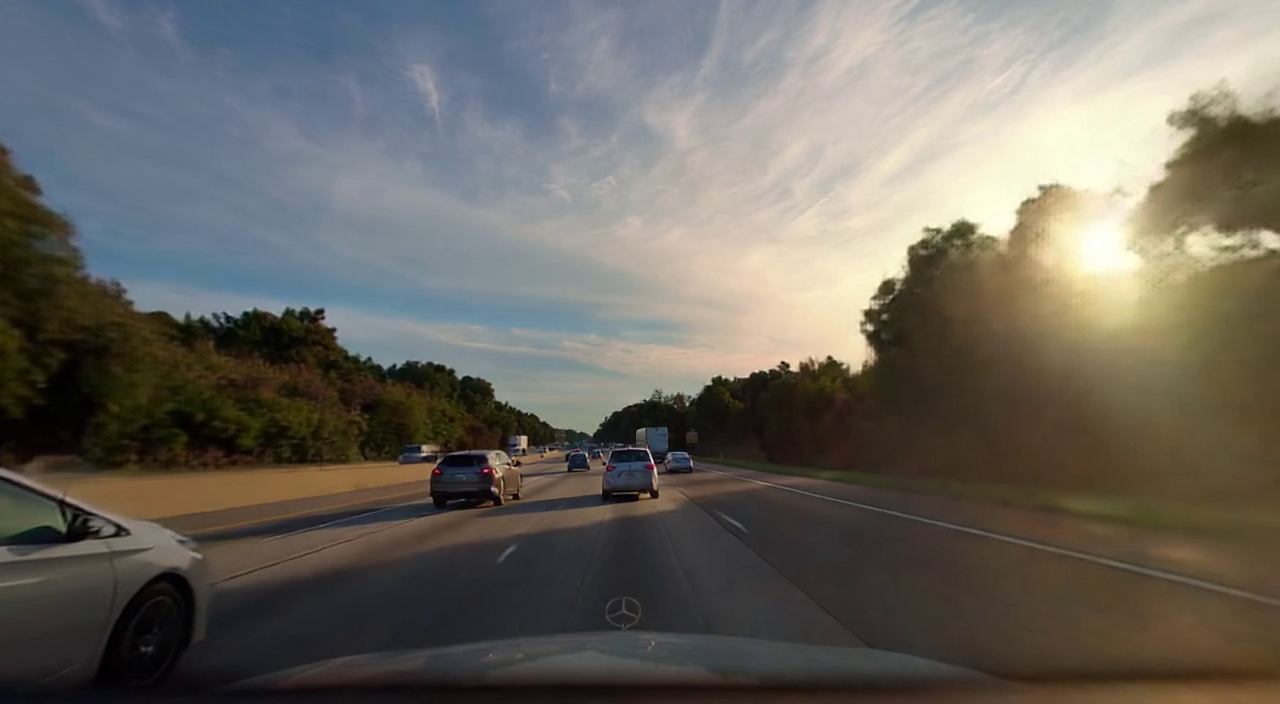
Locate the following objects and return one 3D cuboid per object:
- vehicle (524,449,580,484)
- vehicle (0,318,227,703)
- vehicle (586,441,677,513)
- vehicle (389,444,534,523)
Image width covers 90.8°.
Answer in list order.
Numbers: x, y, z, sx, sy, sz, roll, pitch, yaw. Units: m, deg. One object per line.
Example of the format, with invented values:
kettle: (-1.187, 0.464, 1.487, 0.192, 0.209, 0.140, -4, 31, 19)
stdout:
vehicle: (-4.044, 5.327, 29.666, 1.999, 1.484, 4.269, 0, -9, 1)
vehicle: (-3.955, 0.638, 1.713, 2.243, 1.889, 4.949, 0, -9, 1)
vehicle: (-0.187, 3.046, 15.737, 1.996, 1.574, 3.426, 0, -9, 0)
vehicle: (-3.806, 2.882, 14.407, 1.988, 1.501, 4.438, 0, -9, 0)
